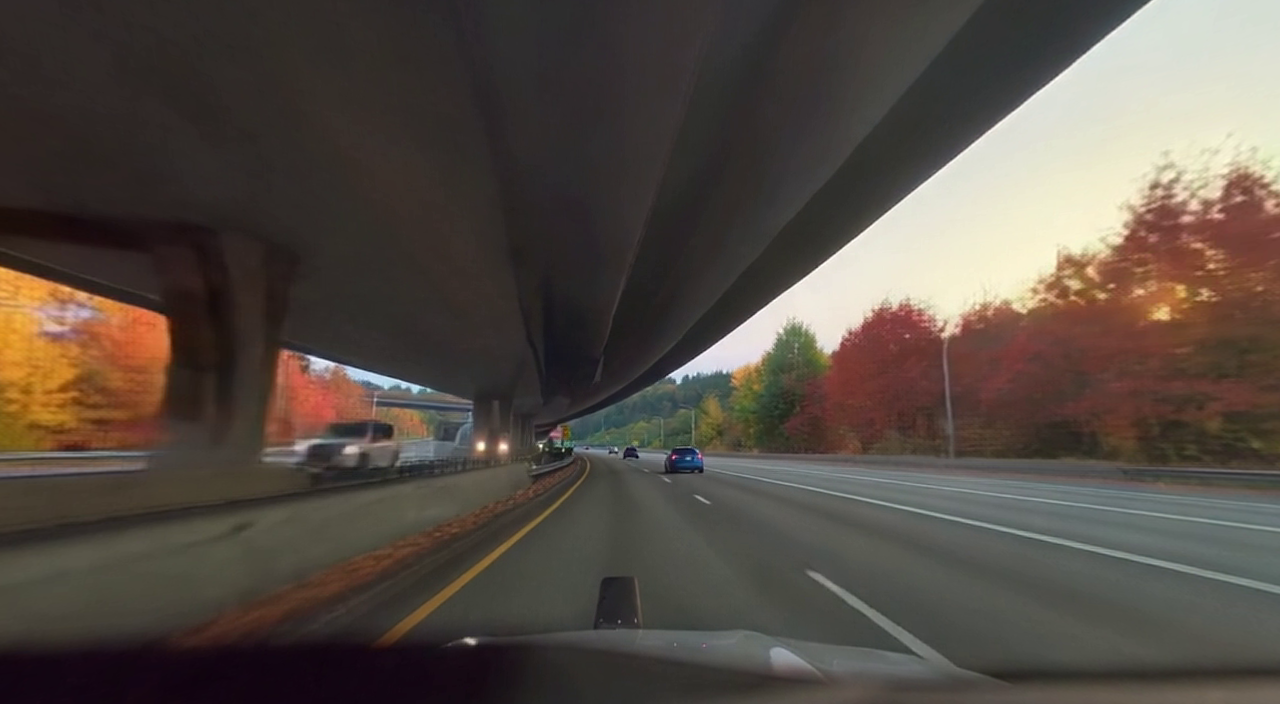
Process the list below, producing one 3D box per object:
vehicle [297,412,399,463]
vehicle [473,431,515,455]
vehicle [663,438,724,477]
[{"bbox_3d":[-10.483,3.159,22.862,1.842,1.663,3.995,0,-9,-1],"label":"vehicle"},{"bbox_3d":[-10.825,6.858,46.859,2.185,1.675,4.704,0,-9,-2],"label":"vehicle"},{"bbox_3d":[2.409,4.933,29.462,2.337,1.633,4.222,0,-9,-2],"label":"vehicle"}]
